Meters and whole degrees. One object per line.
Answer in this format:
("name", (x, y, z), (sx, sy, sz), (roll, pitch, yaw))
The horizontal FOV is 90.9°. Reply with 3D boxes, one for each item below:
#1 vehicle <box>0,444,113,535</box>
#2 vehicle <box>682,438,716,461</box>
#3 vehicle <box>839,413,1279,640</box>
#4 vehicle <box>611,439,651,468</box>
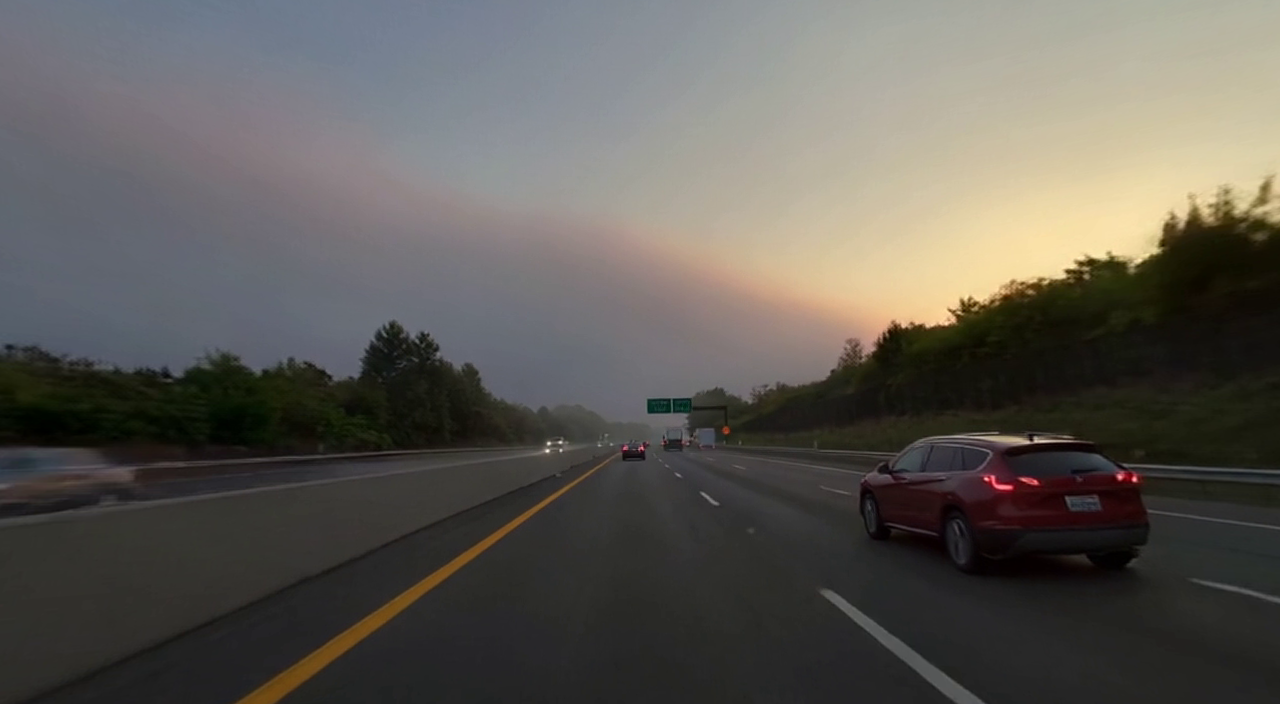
("vehicle", (-11.277, 2.210, 10.025), (1.949, 1.422, 4.500), (0, -8, -1))
("vehicle", (4.214, 6.972, 45.392), (1.995, 1.556, 3.893), (0, -8, -2))
("vehicle", (3.888, 1.482, 6.633), (1.961, 1.495, 4.743), (0, -8, -1))
("vehicle", (-0.518, 5.500, 34.618), (2.055, 1.466, 4.317), (0, -8, -1))
